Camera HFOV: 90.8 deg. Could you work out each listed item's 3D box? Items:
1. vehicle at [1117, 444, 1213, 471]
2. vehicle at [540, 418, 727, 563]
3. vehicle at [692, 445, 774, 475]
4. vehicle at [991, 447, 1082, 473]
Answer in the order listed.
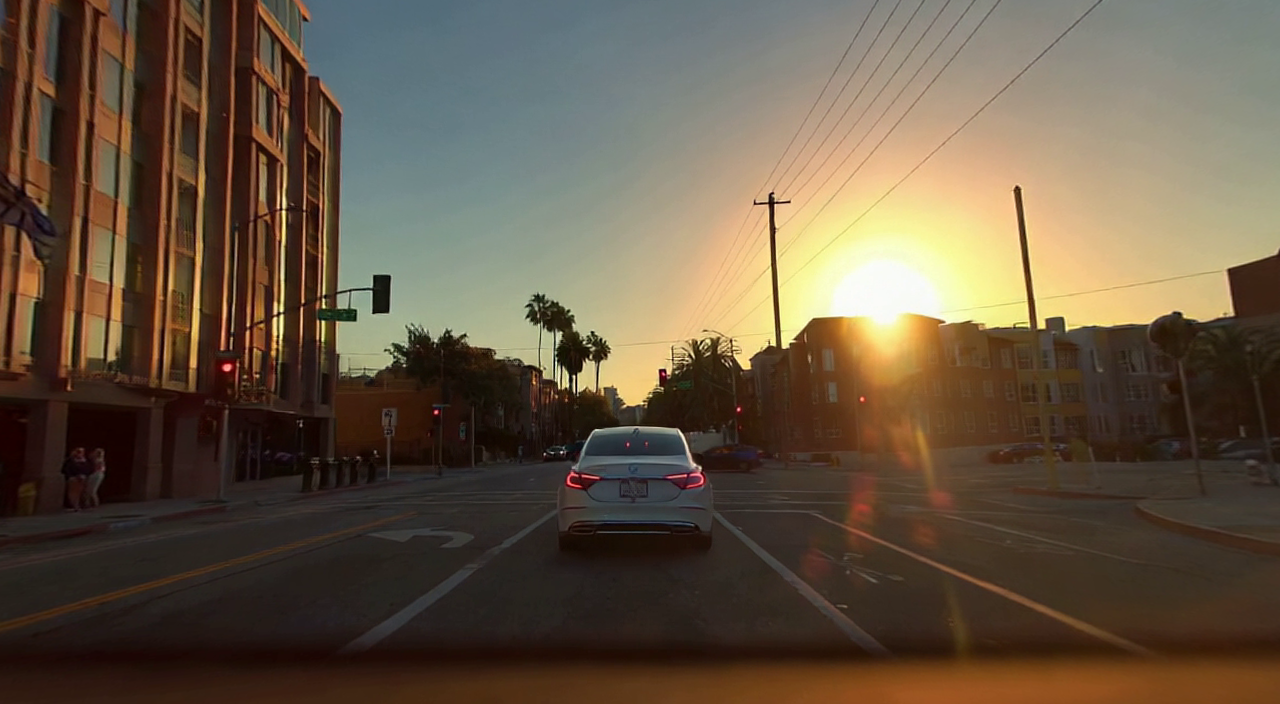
[{"bbox_3d":[32.171,6.465,38.763,4.234,1.613,1.812,0,-8,-1],"label":"vehicle"},{"bbox_3d":[-0.080,1.878,9.232,2.144,1.643,3.770,0,-8,0],"label":"vehicle"},{"bbox_3d":[5.775,6.735,39.606,4.649,1.760,2.029,-8,-11,41],"label":"vehicle"},{"bbox_3d":[24.218,6.597,38.675,4.417,1.462,1.761,0,-8,-1],"label":"vehicle"}]
